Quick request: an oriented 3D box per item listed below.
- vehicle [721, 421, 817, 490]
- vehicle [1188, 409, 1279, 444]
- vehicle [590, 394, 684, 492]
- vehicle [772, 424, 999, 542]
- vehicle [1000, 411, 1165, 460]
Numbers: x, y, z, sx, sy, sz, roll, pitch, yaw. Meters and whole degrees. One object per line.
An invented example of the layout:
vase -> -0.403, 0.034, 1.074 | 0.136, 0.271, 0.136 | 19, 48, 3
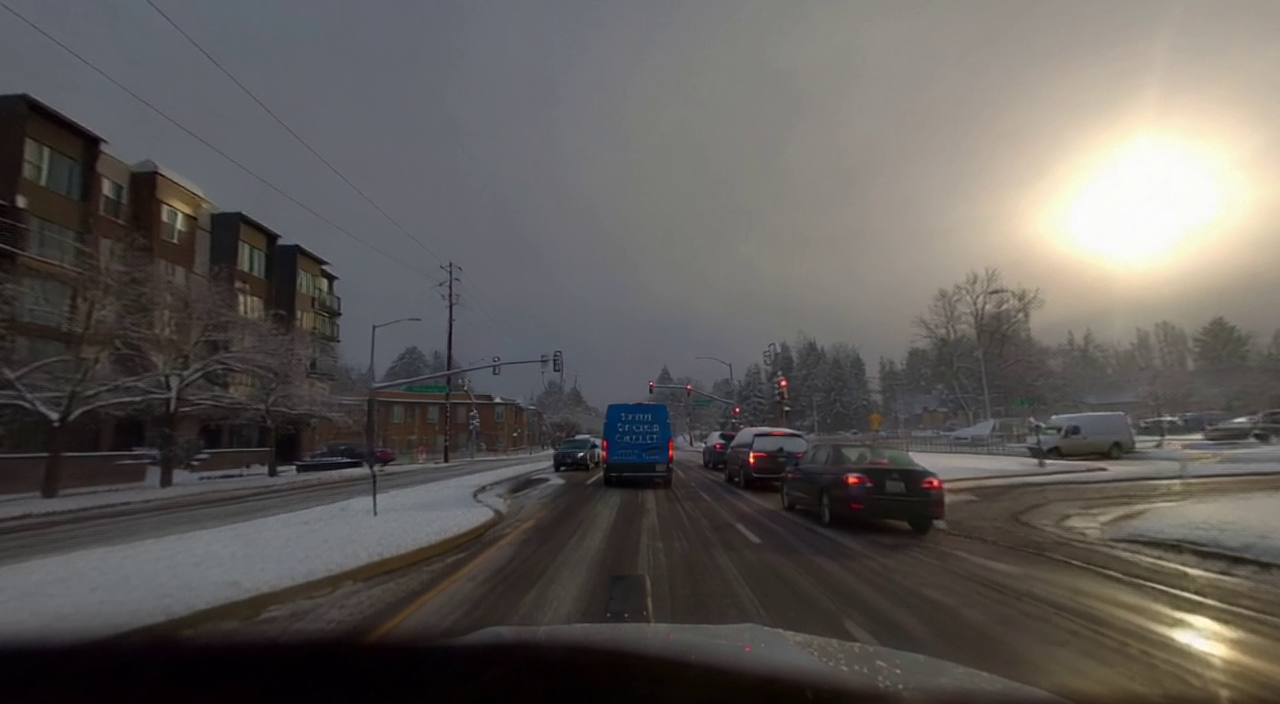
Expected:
vehicle -> 3.647, 3.017, 18.634 | 1.965, 1.771, 4.295 | 0, -8, 1
vehicle -> 31.637, 3.925, 33.111 | 4.153, 1.764, 1.858 | 1, -8, -8
vehicle -> 0.051, 2.706, 18.735 | 2.422, 2.488, 4.992 | -1, -8, 3
vehicle -> 3.605, 2.012, 10.367 | 1.951, 1.483, 4.582 | 0, -8, 1
vehicle -> 17.097, 3.266, 24.567 | 4.842, 1.792, 1.963 | 0, -8, 2
